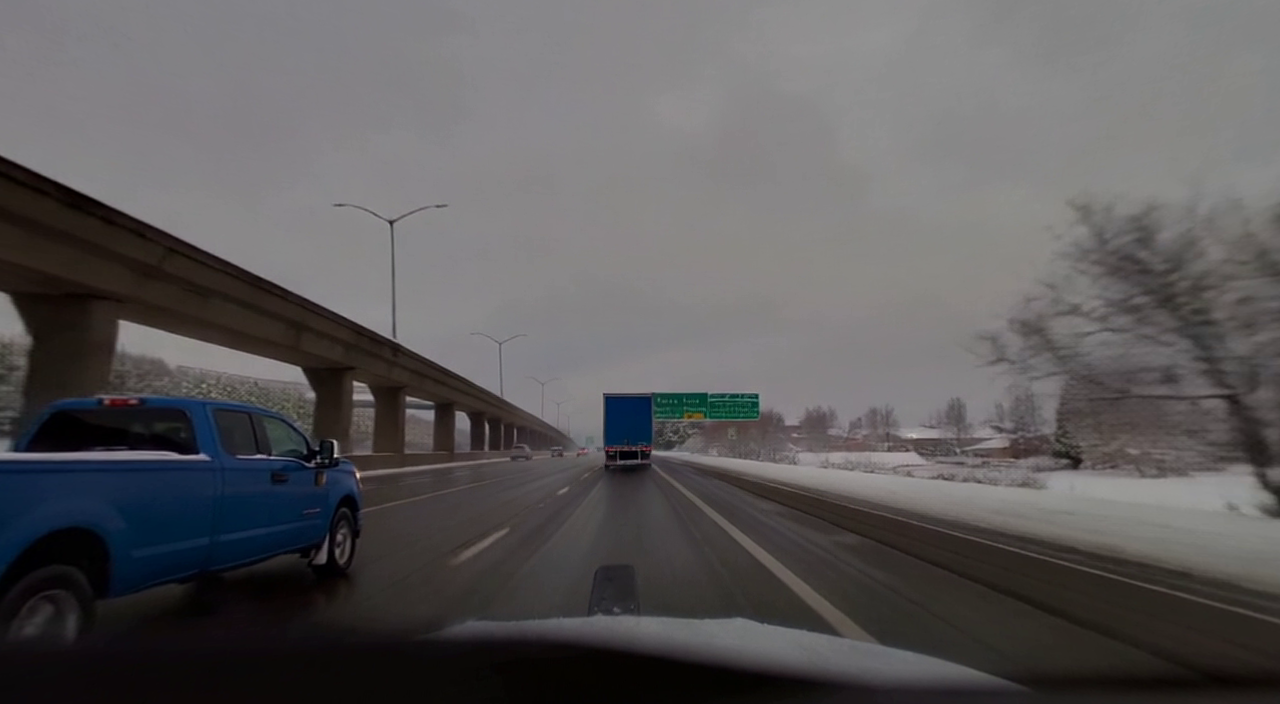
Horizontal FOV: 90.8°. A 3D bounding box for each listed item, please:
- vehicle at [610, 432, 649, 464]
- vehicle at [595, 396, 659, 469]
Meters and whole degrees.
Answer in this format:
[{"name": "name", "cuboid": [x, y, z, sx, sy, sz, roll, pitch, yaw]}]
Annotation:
[{"name": "vehicle", "cuboid": [-0.605, 5.389, 35.526, 2.052, 1.666, 4.358, 1, -9, -2]}, {"name": "vehicle", "cuboid": [-0.697, 5.033, 38.158, 3.233, 3.678, 11.032, 1, -9, 0]}]
